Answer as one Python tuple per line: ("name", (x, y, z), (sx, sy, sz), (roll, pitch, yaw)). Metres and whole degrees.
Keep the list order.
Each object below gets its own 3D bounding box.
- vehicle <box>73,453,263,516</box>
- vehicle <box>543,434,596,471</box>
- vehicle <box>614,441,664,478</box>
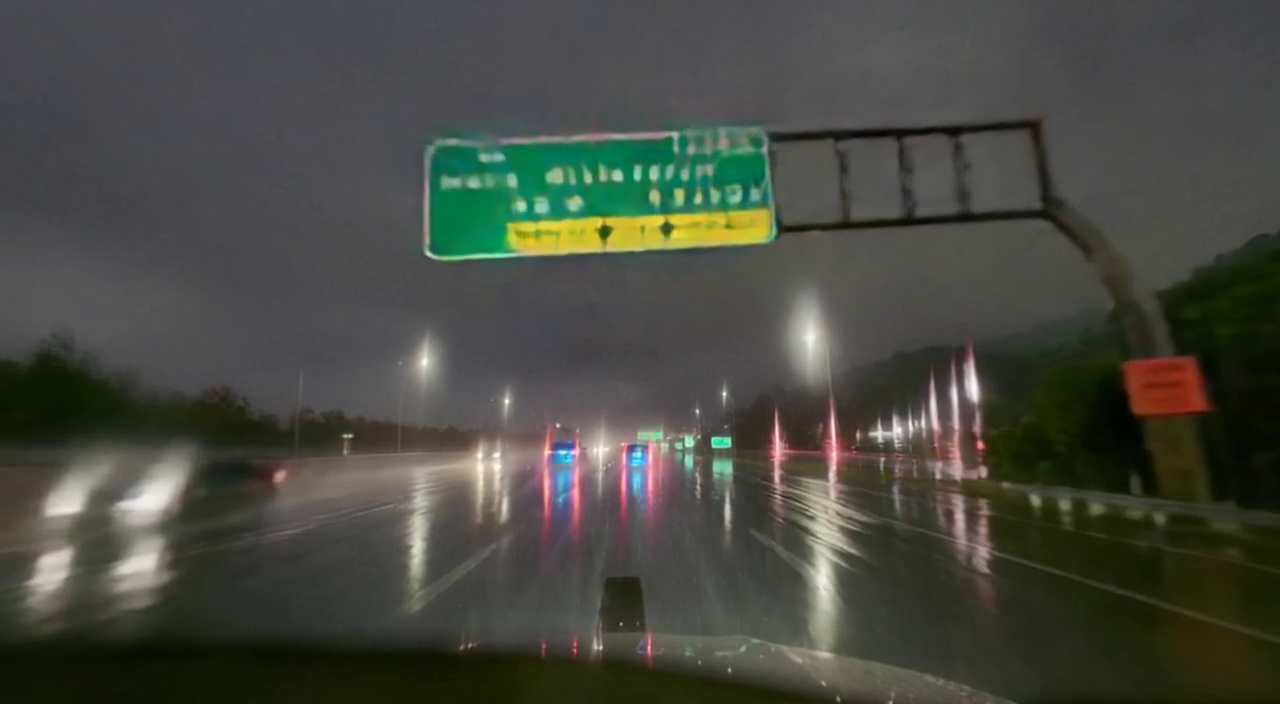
("vehicle", (-13.284, 3.711, 18.157), (2.059, 1.512, 4.244), (0, -9, 2))
("vehicle", (-3.725, 5.462, 34.323), (2.264, 1.901, 4.647), (0, -9, 1))
("vehicle", (-0.018, 4.856, 28.688), (2.086, 1.548, 4.325), (0, -9, 1))
